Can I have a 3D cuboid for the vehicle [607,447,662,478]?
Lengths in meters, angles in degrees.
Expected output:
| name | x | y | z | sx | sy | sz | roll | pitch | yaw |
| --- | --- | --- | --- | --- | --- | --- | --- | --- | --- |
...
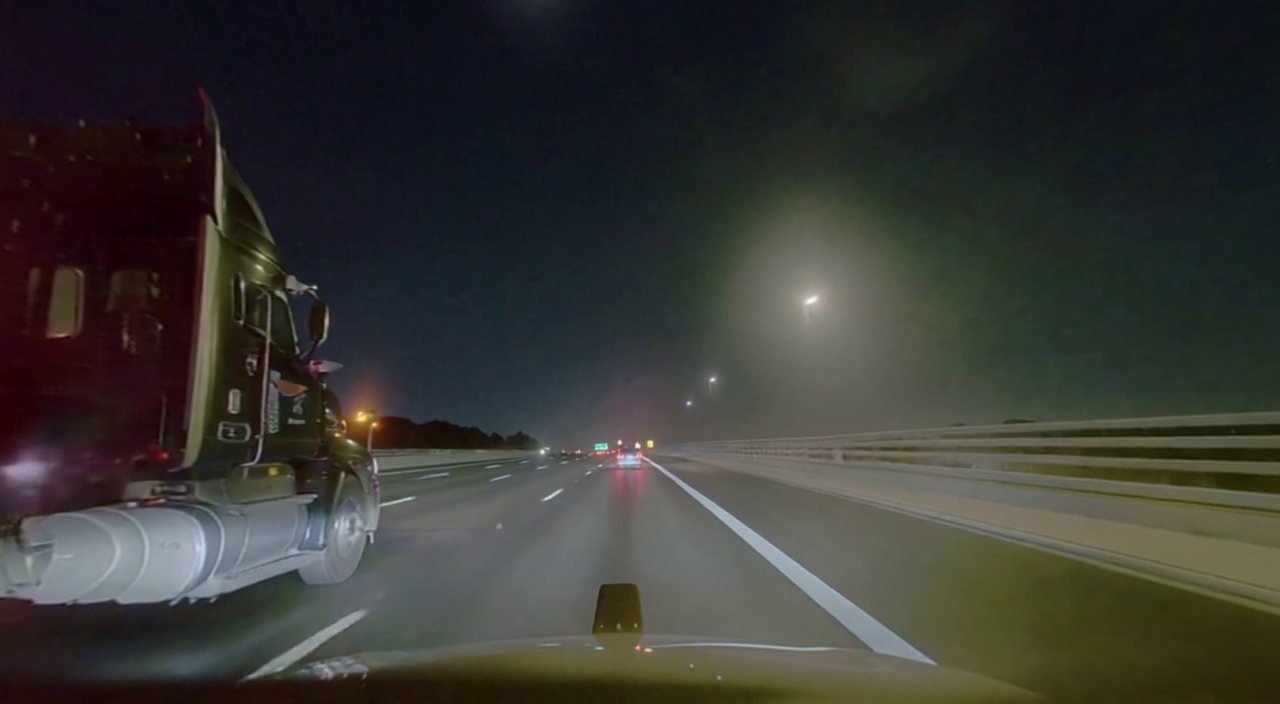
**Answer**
| name | x | y | z | sx | sy | sz | roll | pitch | yaw |
| --- | --- | --- | --- | --- | --- | --- | --- | --- | --- |
| vehicle | -0.347 | 5.307 | 30.568 | 2.398 | 1.336 | 5.698 | 0 | -9 | -2 |
